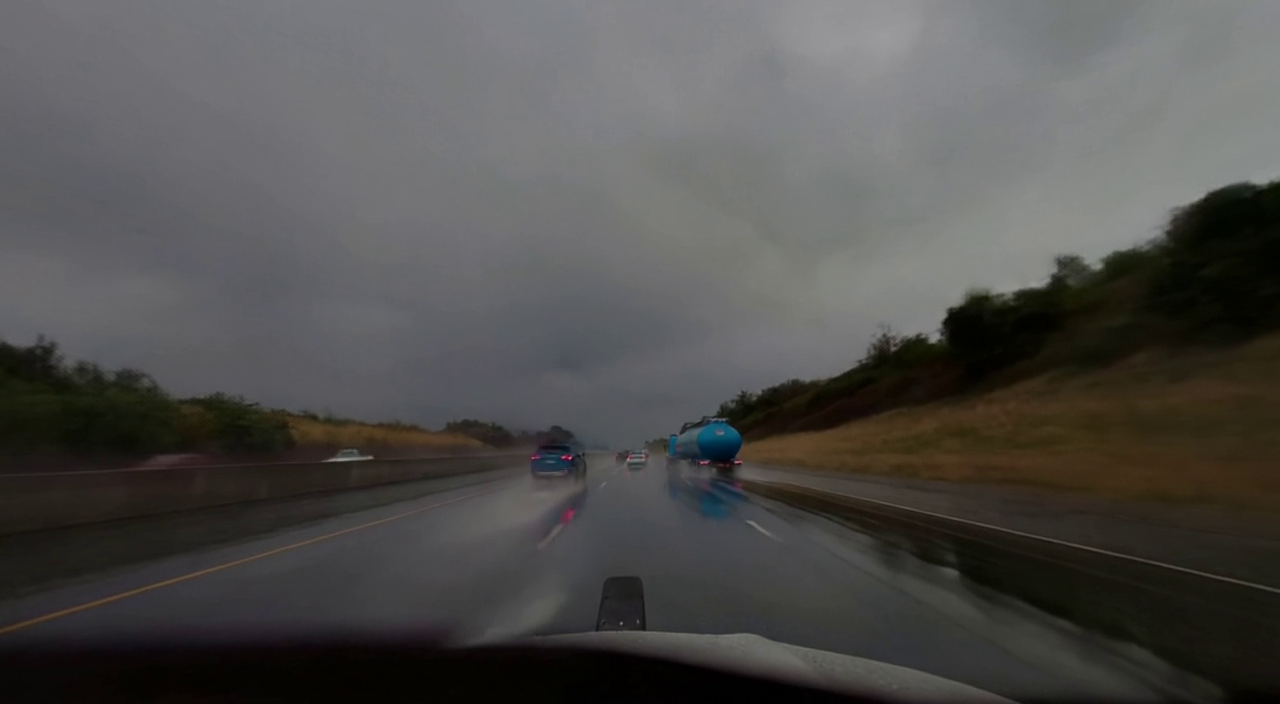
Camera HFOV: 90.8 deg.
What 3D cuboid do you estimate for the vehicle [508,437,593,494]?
[{"bbox_3d":[-3.034,3.992,22.534,2.258,1.805,4.665,-1,-9,1],"label":"vehicle"}]

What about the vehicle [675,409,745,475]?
[{"bbox_3d":[4.251,5.995,41.689,2.889,3.606,13.832,0,-9,-1],"label":"vehicle"}]

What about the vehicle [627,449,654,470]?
[{"bbox_3d":[0.035,8.216,48.456,2.013,1.498,3.908,0,-9,0],"label":"vehicle"}]
